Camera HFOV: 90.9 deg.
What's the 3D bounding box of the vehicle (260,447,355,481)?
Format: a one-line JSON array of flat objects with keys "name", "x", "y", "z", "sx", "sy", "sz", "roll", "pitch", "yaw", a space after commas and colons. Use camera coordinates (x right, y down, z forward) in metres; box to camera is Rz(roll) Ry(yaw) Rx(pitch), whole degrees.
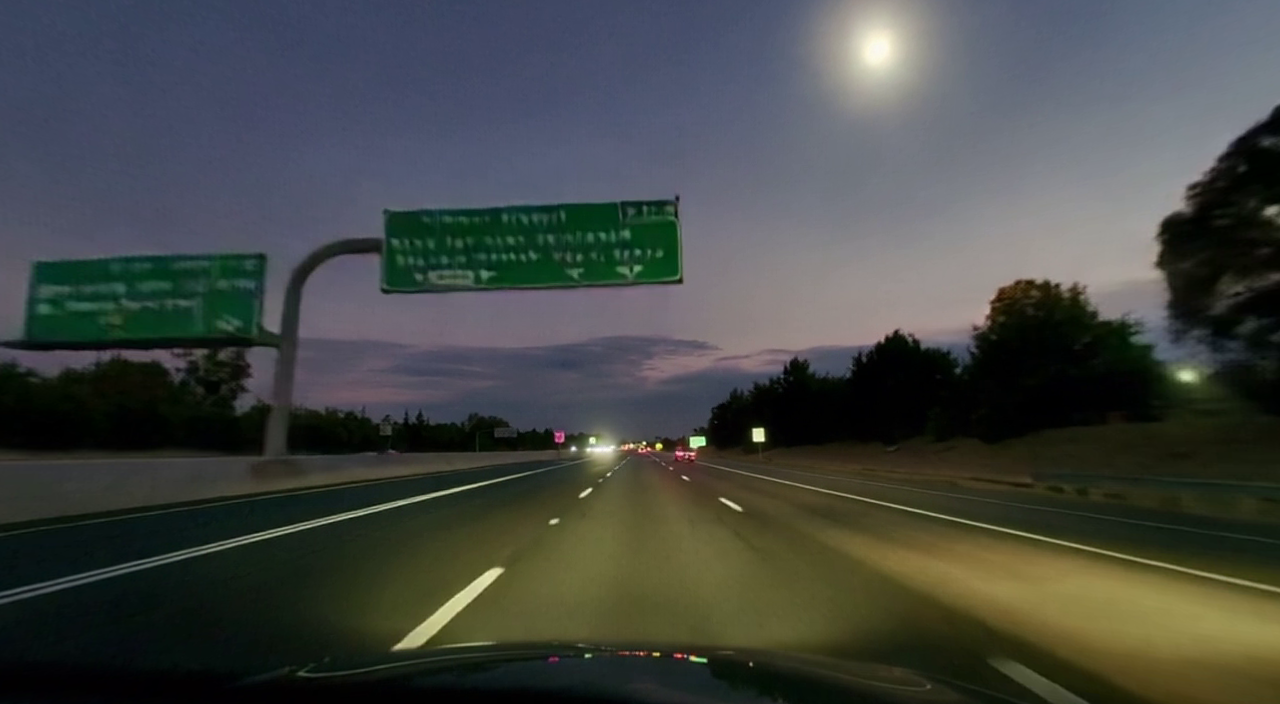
[{"name": "vehicle", "x": -15.493, "y": 5.223, "z": 29.668, "sx": 1.903, "sy": 1.486, "sz": 4.666, "roll": 0, "pitch": -9, "yaw": 0}]
